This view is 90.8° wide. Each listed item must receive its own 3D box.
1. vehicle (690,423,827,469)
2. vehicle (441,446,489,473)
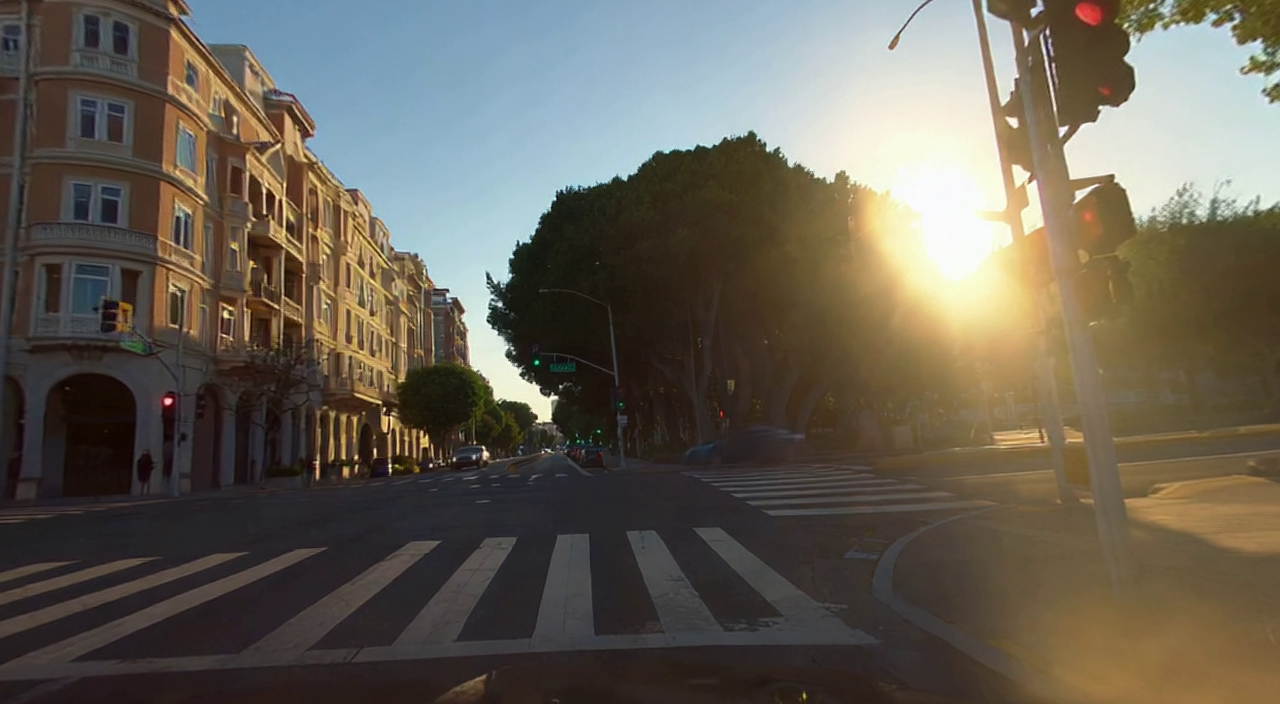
[{"bbox_3d":[4.371,3.526,23.764,4.626,1.636,2.004,1,-9,-10],"label":"vehicle"},{"bbox_3d":[-10.503,6.461,38.154,2.196,1.503,4.371,1,-9,-8],"label":"vehicle"}]
